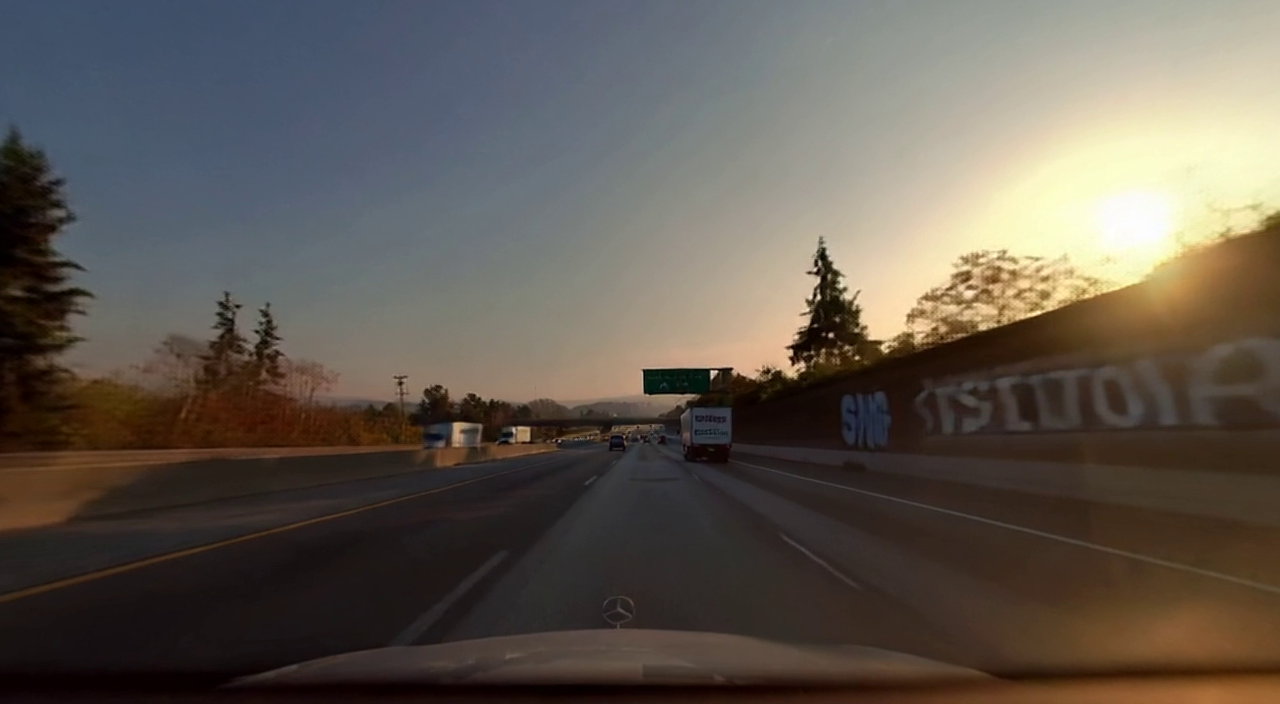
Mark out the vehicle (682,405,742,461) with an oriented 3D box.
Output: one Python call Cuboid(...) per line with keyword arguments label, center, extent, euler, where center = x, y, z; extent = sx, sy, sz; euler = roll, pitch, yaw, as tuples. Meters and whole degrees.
Cuboid(label="vehicle", center=(4.835, 5.735, 44.344), extent=(2.949, 3.470, 10.539), euler=(0, -8, 0))
